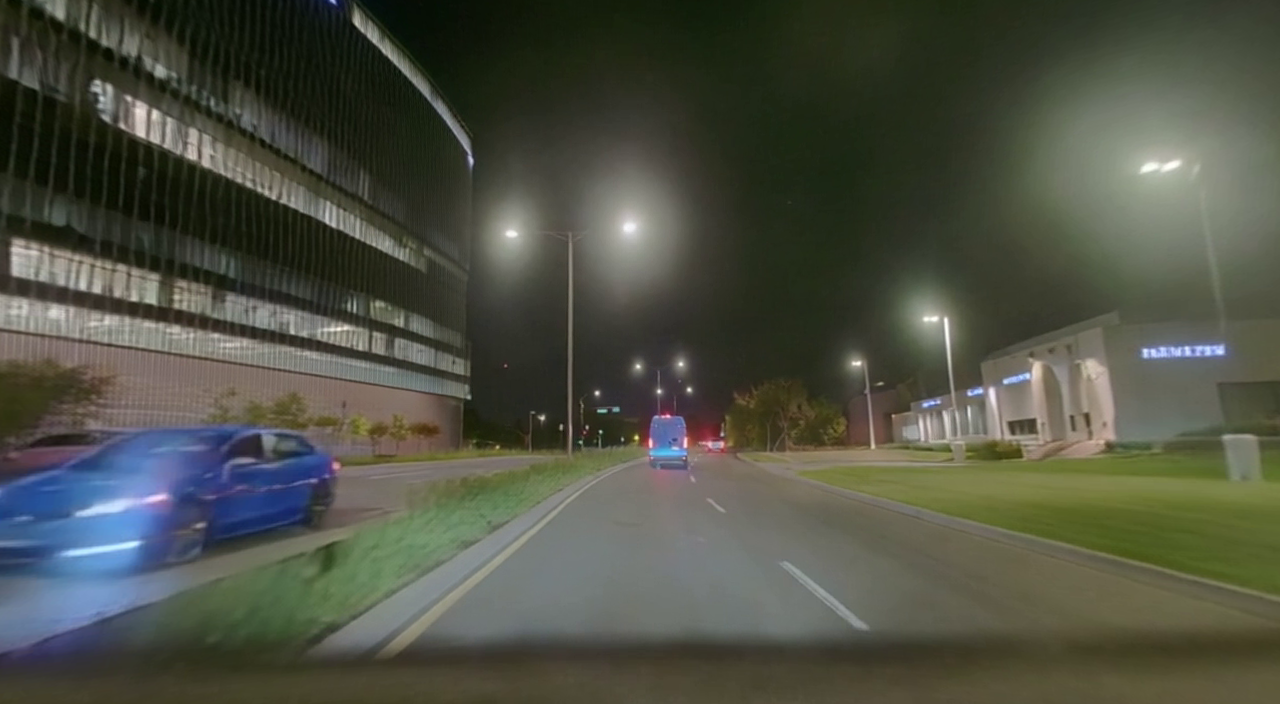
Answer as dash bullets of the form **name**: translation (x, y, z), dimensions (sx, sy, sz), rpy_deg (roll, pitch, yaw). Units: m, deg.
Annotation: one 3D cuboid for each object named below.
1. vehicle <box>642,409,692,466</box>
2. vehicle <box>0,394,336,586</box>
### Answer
- **vehicle**: translation (1.539, 4.577, 33.789), dimensions (2.435, 2.816, 5.232), rpy_deg (-1, -8, 5)
- **vehicle**: translation (-5.685, 1.537, 7.631), dimensions (1.935, 1.633, 4.247), rpy_deg (-1, -9, -1)
